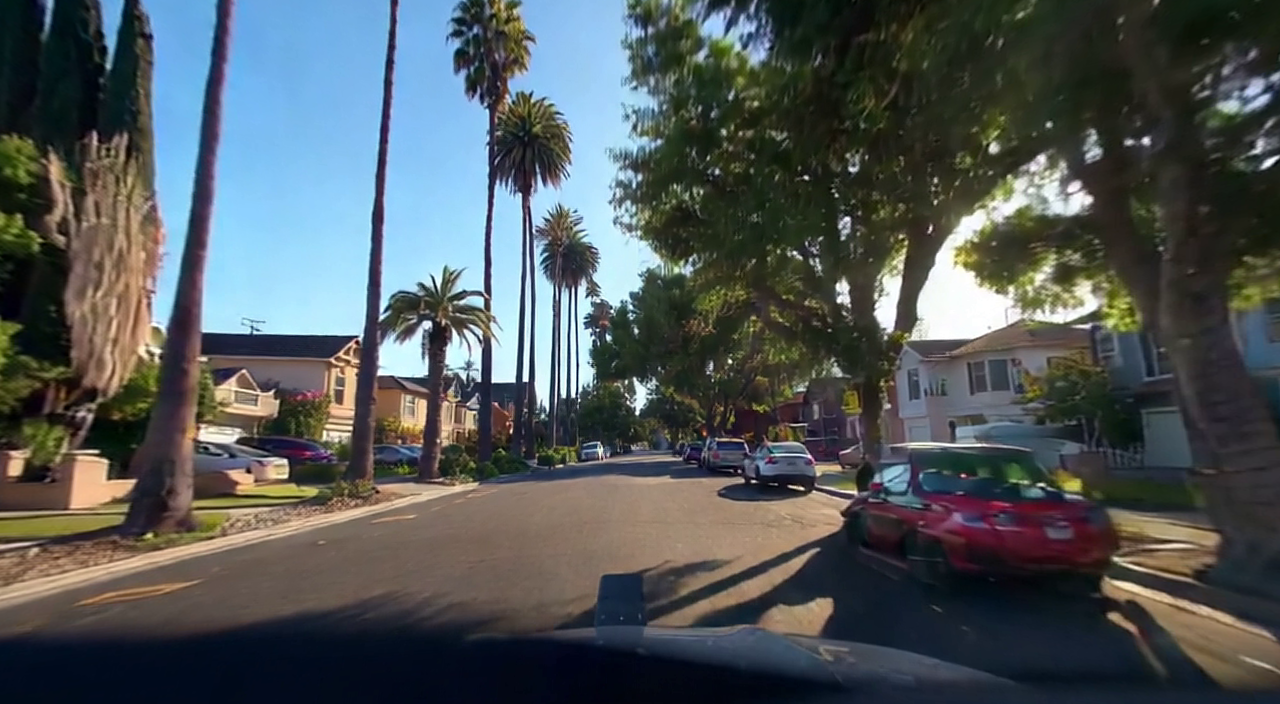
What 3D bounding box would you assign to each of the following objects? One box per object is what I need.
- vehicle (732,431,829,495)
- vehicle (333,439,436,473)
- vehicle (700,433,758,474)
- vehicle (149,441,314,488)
[{"bbox_3d":[4.273,3.436,20.003,1.971,1.663,5.076,2,-8,1],"label":"vehicle"},{"bbox_3d":[-13.157,5.345,32.709,4.448,1.679,1.972,-1,-8,2],"label":"vehicle"},{"bbox_3d":[4.151,4.839,30.341,2.166,1.766,5.186,0,-8,1],"label":"vehicle"},{"bbox_3d":[-13.497,3.729,21.035,4.250,1.469,1.817,-1,-8,3],"label":"vehicle"}]
